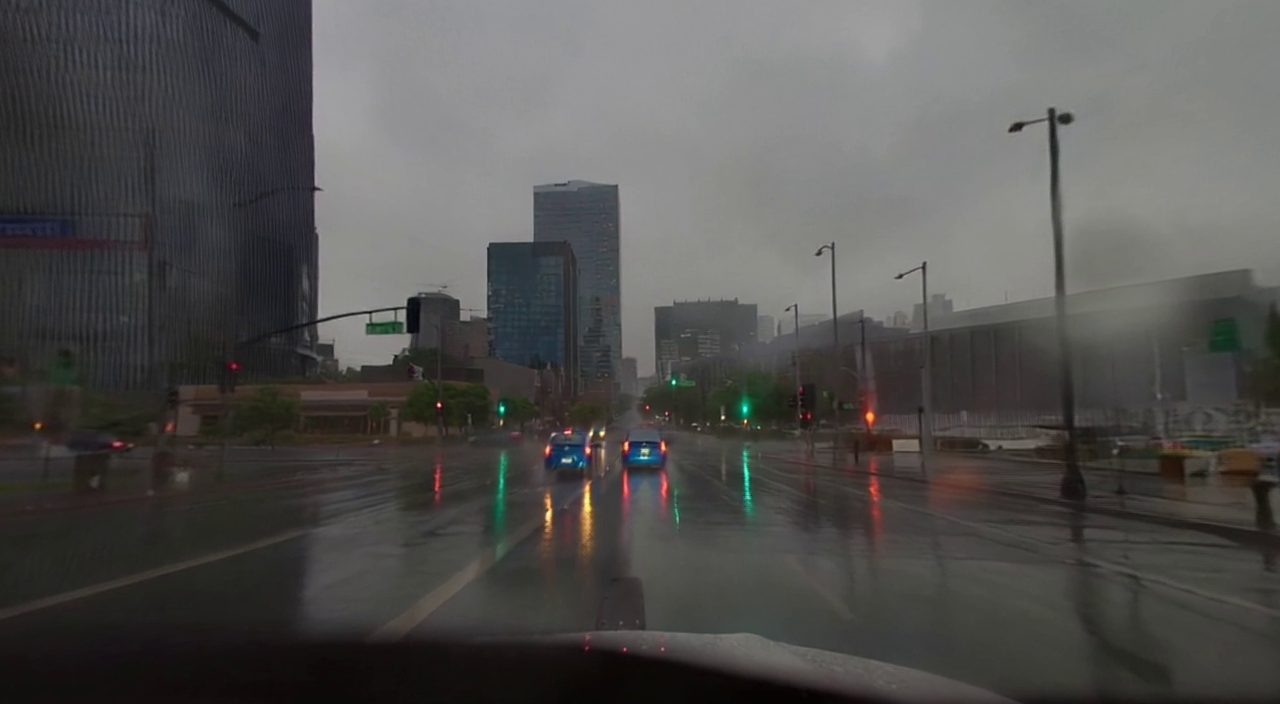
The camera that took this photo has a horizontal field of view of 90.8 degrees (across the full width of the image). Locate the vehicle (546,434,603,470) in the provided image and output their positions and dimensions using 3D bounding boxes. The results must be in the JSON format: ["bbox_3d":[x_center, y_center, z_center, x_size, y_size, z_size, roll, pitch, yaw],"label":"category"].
[{"bbox_3d":[-2.823,4.435,28.215,1.995,1.479,4.627,0,-8,1],"label":"vehicle"}]

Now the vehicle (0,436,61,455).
[{"bbox_3d":[-48.350,7.281,49.106,4.531,1.470,1.769,2,-9,-13],"label":"vehicle"}]

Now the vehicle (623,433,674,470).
[{"bbox_3d":[0.345,4.247,27.136,2.016,1.478,3.795,0,-8,0],"label":"vehicle"}]
